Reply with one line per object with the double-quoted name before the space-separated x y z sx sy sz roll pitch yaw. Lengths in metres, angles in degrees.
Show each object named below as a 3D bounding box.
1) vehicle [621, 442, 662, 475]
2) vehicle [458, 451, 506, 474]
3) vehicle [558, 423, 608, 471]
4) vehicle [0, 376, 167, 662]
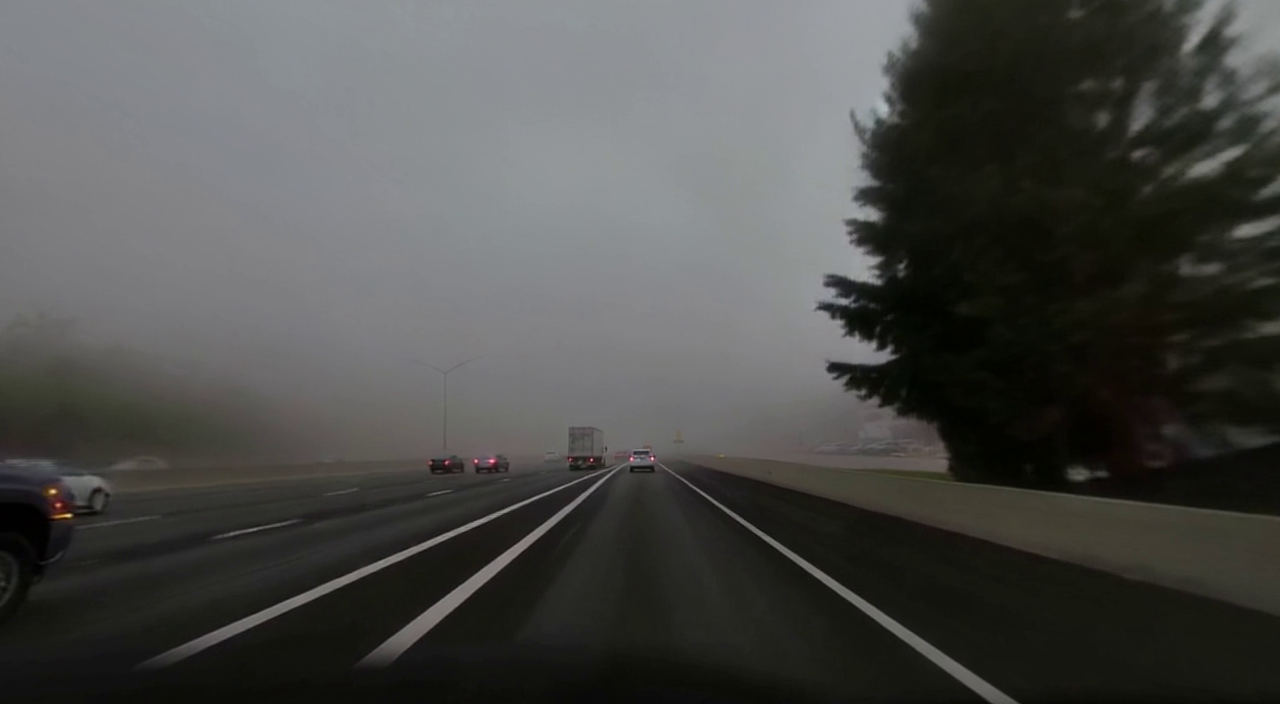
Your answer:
"vehicle" 0.111 6.282 37.432 2.227 1.794 4.646 0 -8 1
"vehicle" -11.004 7.750 44.349 1.928 1.480 4.823 0 -8 2
"vehicle" -4.285 7.426 49.471 2.796 3.426 8.553 0 -8 2
"vehicle" -5.187 0.910 2.997 2.200 1.793 4.586 0 -8 2
